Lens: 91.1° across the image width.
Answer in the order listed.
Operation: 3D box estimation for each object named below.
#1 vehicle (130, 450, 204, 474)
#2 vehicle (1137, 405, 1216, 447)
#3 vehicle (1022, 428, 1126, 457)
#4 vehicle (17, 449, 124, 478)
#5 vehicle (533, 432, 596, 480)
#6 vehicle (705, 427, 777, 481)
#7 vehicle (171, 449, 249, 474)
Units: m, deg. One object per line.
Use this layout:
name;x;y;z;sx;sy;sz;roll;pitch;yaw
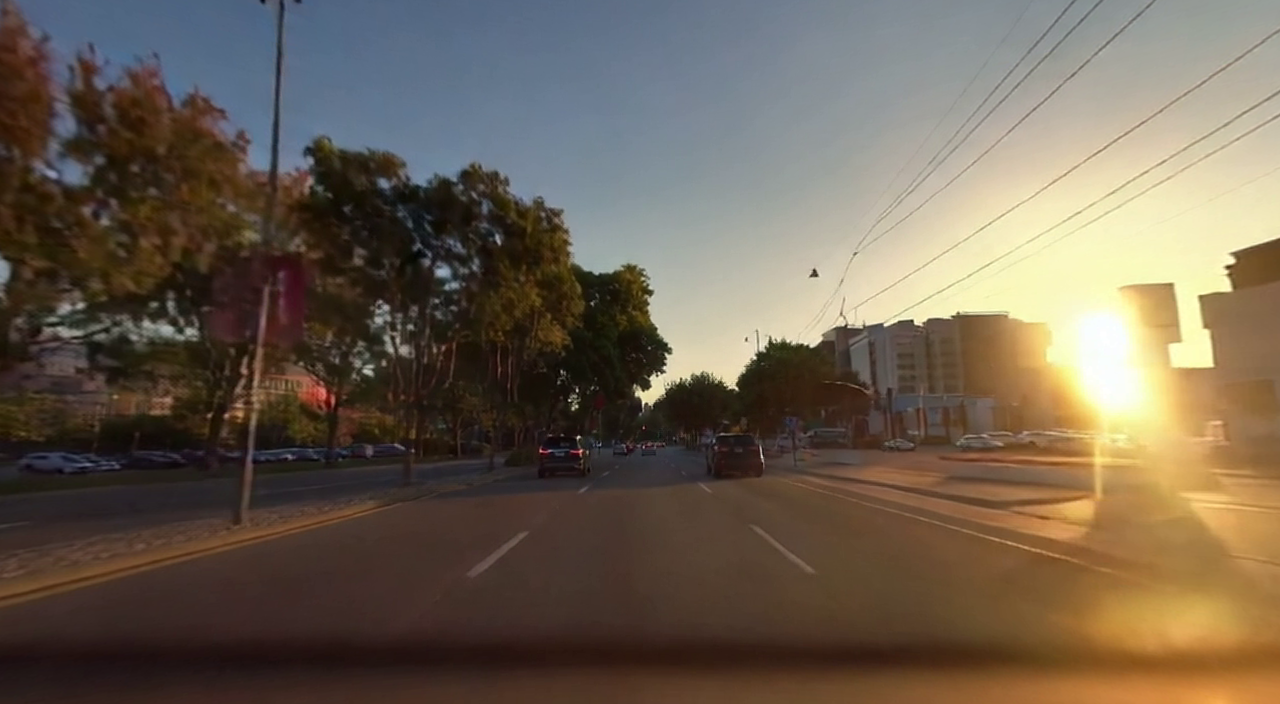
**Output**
vehicle;-36.473;8.438;48.566;2.124;1.713;4.465;0;-8;2
vehicle;33.589;4.666;39.353;2.852;2.462;2.062;-1;-9;0
vehicle;27.204;5.707;39.462;4.699;1.608;2.379;-2;-9;-2
vehicle;-36.481;7.116;40.418;2.102;1.730;5.018;0;-8;1
vehicle;-3.018;4.269;26.036;2.014;1.775;4.404;0;-8;1
vehicle;3.856;3.986;24.765;2.024;1.921;4.431;0;-8;-1
vehicle;-33.133;8.426;48.615;2.099;1.792;5.422;0;-8;2
